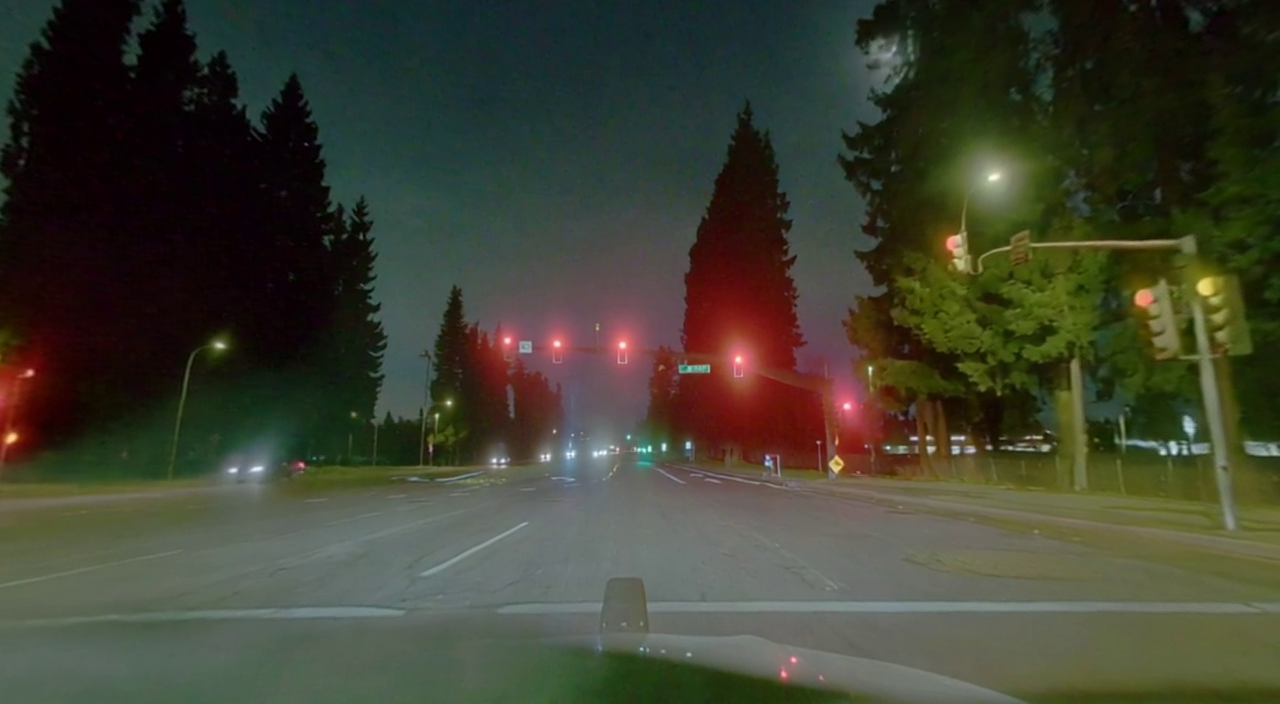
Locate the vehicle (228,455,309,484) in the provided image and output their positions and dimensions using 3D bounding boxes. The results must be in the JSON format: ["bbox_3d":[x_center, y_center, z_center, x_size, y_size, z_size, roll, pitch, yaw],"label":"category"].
[{"bbox_3d":[-21.034,6.633,35.897,1.965,1.475,4.269,0,-8,1],"label":"vehicle"}]
